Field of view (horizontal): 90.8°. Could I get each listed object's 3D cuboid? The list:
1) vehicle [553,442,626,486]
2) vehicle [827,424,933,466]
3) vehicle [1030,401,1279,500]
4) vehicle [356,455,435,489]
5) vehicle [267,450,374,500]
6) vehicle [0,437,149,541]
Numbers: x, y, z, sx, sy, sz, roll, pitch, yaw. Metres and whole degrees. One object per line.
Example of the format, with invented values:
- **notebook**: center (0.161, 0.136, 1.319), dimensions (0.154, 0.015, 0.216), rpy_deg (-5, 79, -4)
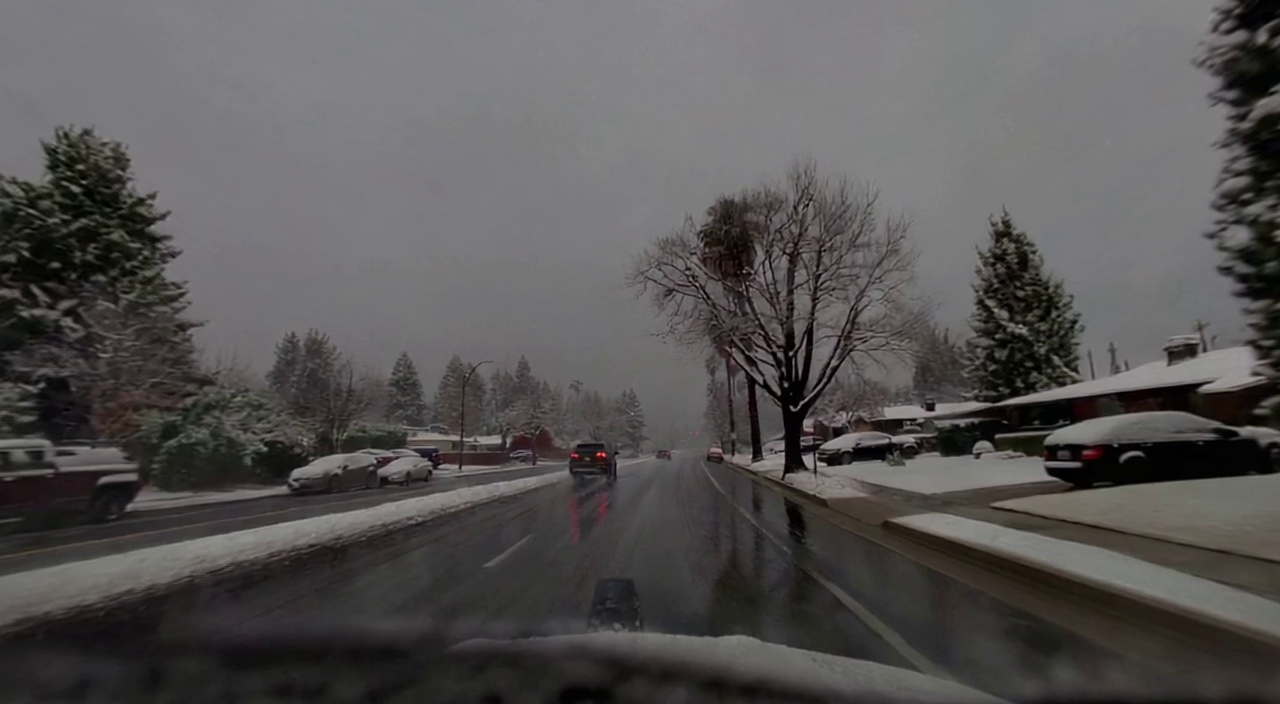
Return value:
- **vehicle**: center (-1.759, 4.108, 23.486), dimensions (2.035, 1.474, 4.284), rpy_deg (-1, -9, 4)
- **vehicle**: center (12.198, 4.790, 32.387), dimensions (4.549, 1.672, 2.008), rpy_deg (-6, -11, 4)
- **vehicle**: center (11.166, 2.050, 13.369), dimensions (4.424, 1.611, 1.898), rpy_deg (-5, -8, 0)
- **vehicle**: center (-12.328, 6.072, 32.205), dimensions (1.995, 1.482, 4.448), rpy_deg (-4, -10, 5)
- **vehicle**: center (-13.083, 5.023, 26.239), dimensions (1.895, 1.802, 4.454), rpy_deg (-3, -9, 4)
- **vehicle**: center (-13.825, 2.884, 13.196), dimensions (2.202, 2.044, 5.863), rpy_deg (-3, -10, 3)
